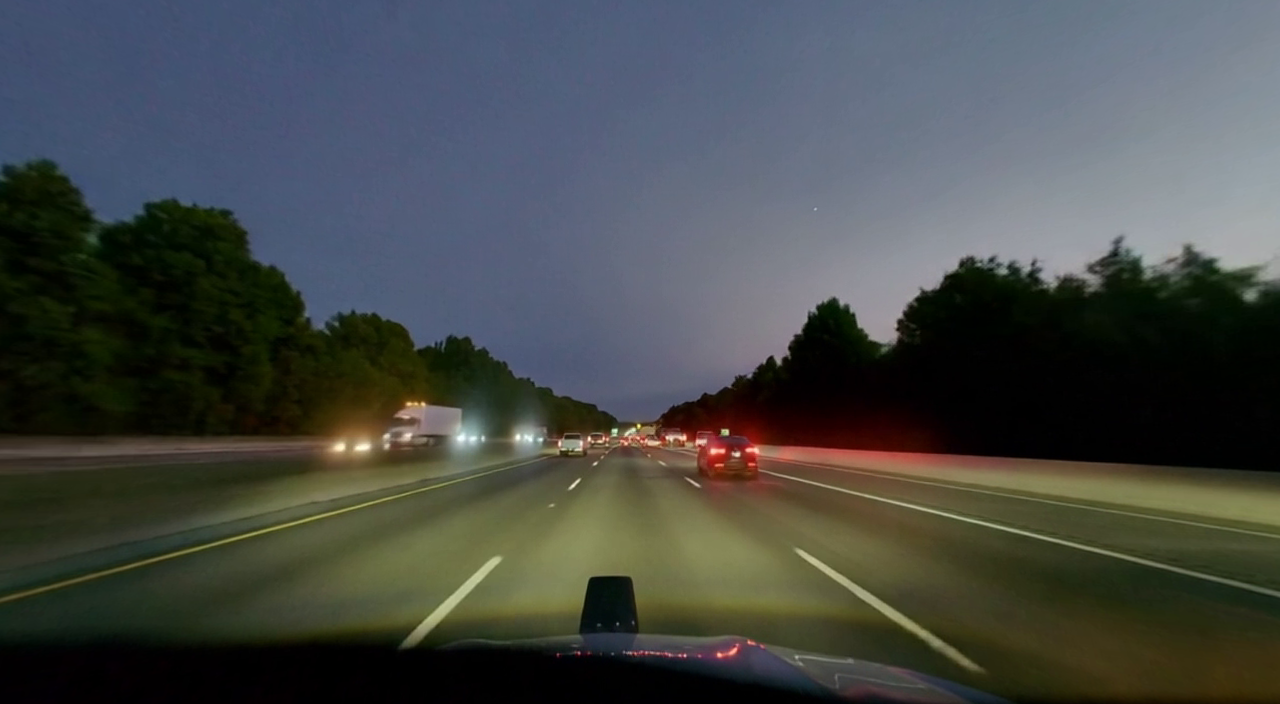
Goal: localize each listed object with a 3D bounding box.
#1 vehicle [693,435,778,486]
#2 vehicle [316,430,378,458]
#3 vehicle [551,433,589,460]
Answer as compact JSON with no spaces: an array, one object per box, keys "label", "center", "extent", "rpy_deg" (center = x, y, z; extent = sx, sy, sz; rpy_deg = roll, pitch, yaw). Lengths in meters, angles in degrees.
[{"label":"vehicle","center":[2.949,3.429,20.343],"extent":[1.990,1.480,3.865],"rpy_deg":[1,-8,-3]},{"label":"vehicle","center":[-16.370,5.153,35.435],"extent":[1.743,1.457,3.792],"rpy_deg":[0,-8,-1]},{"label":"vehicle","center":[-4.527,6.185,41.520],"extent":[2.011,1.614,4.808],"rpy_deg":[0,-8,-1]}]
